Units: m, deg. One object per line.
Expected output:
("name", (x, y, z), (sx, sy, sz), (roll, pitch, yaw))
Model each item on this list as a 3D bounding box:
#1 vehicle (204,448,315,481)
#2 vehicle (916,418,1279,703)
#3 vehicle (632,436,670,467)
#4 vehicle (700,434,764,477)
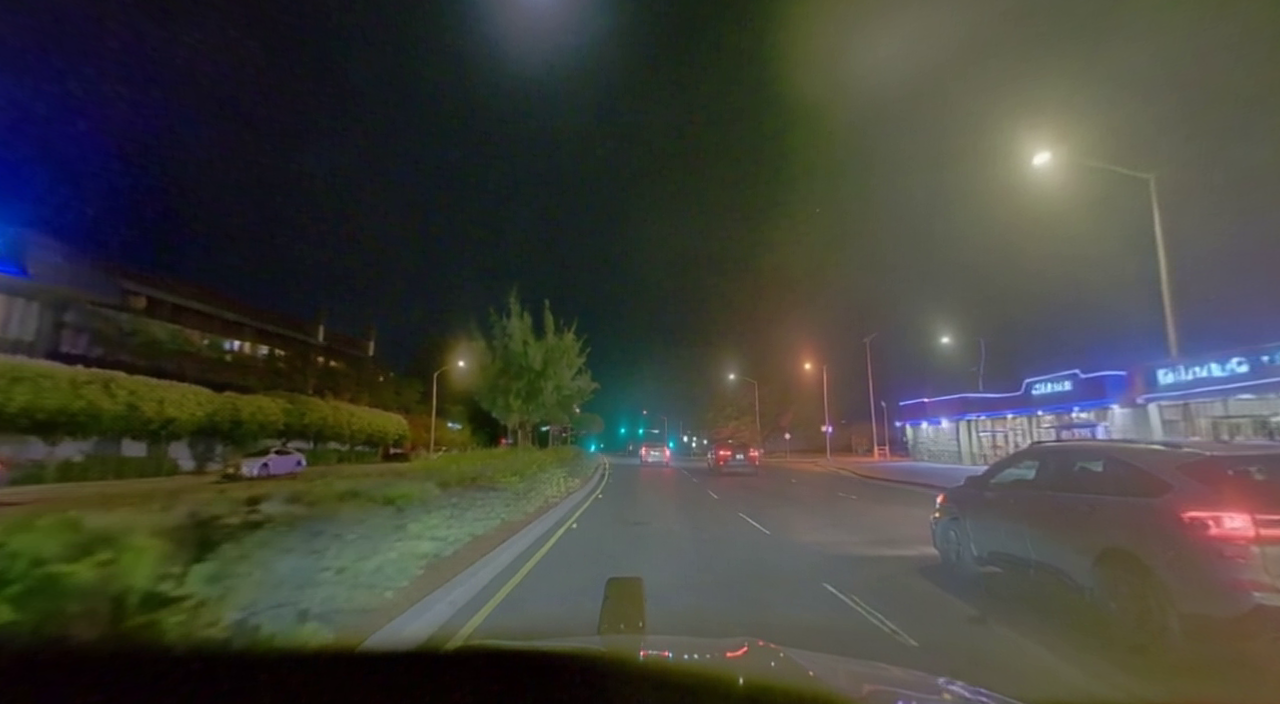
("vehicle", (-18.828, 5.569, 31.437), (2.280, 1.489, 5.106), (0, -8, 1))
("vehicle", (3.981, 1.290, 4.603), (1.908, 1.463, 4.506), (0, -8, 1))
("vehicle", (0.601, 5.788, 36.555), (2.098, 1.682, 3.778), (0, -8, 0))
("vehicle", (3.930, 4.489, 27.502), (2.115, 1.692, 4.189), (0, -8, -1))
